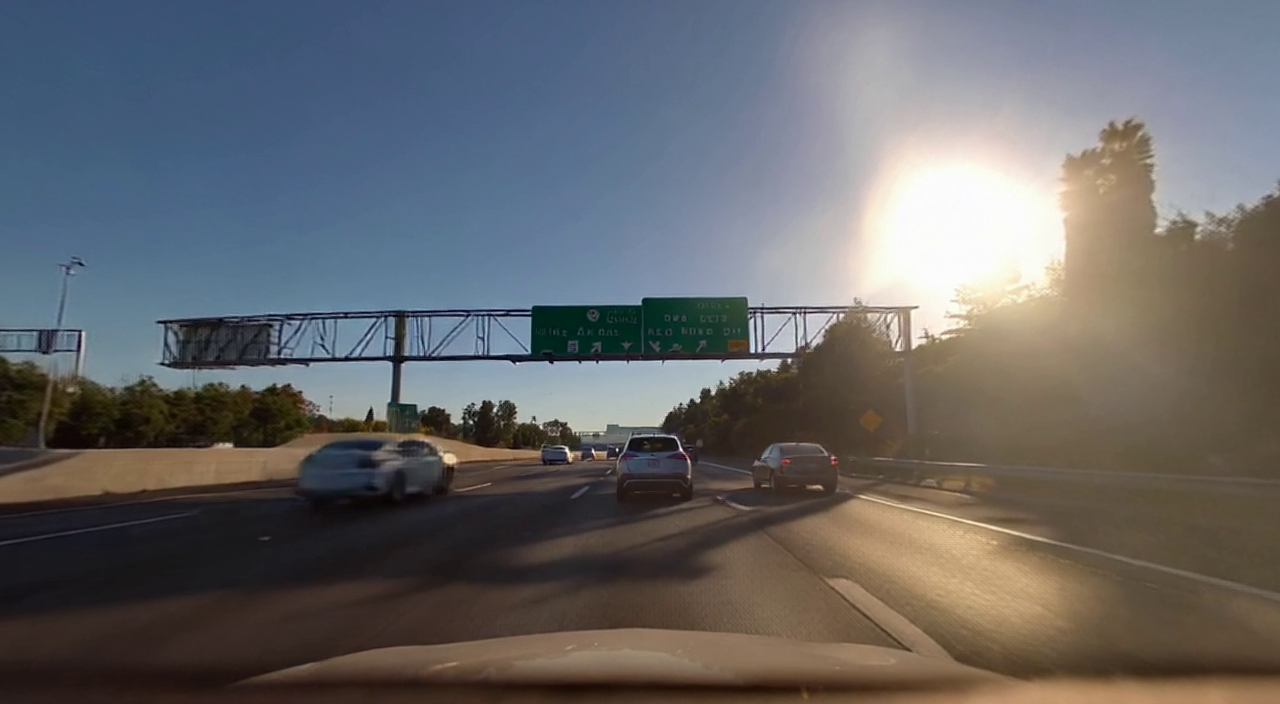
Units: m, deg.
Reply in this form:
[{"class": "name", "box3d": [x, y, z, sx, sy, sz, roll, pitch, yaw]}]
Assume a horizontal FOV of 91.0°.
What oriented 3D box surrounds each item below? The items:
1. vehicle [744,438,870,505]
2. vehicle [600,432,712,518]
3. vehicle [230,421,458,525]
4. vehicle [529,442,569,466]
[{"class": "vehicle", "box3d": [4.181, 3.078, 16.680, 2.002, 1.499, 4.710, 0, -9, 0]}, {"class": "vehicle", "box3d": [0.289, 2.551, 13.482, 2.044, 1.554, 3.824, 0, -9, 0]}, {"class": "vehicle", "box3d": [-5.804, 2.457, 13.368, 2.182, 1.743, 5.144, 0, -9, 2]}, {"class": "vehicle", "box3d": [-6.506, 7.366, 45.574, 2.127, 1.644, 4.631, 0, -9, 1]}]
